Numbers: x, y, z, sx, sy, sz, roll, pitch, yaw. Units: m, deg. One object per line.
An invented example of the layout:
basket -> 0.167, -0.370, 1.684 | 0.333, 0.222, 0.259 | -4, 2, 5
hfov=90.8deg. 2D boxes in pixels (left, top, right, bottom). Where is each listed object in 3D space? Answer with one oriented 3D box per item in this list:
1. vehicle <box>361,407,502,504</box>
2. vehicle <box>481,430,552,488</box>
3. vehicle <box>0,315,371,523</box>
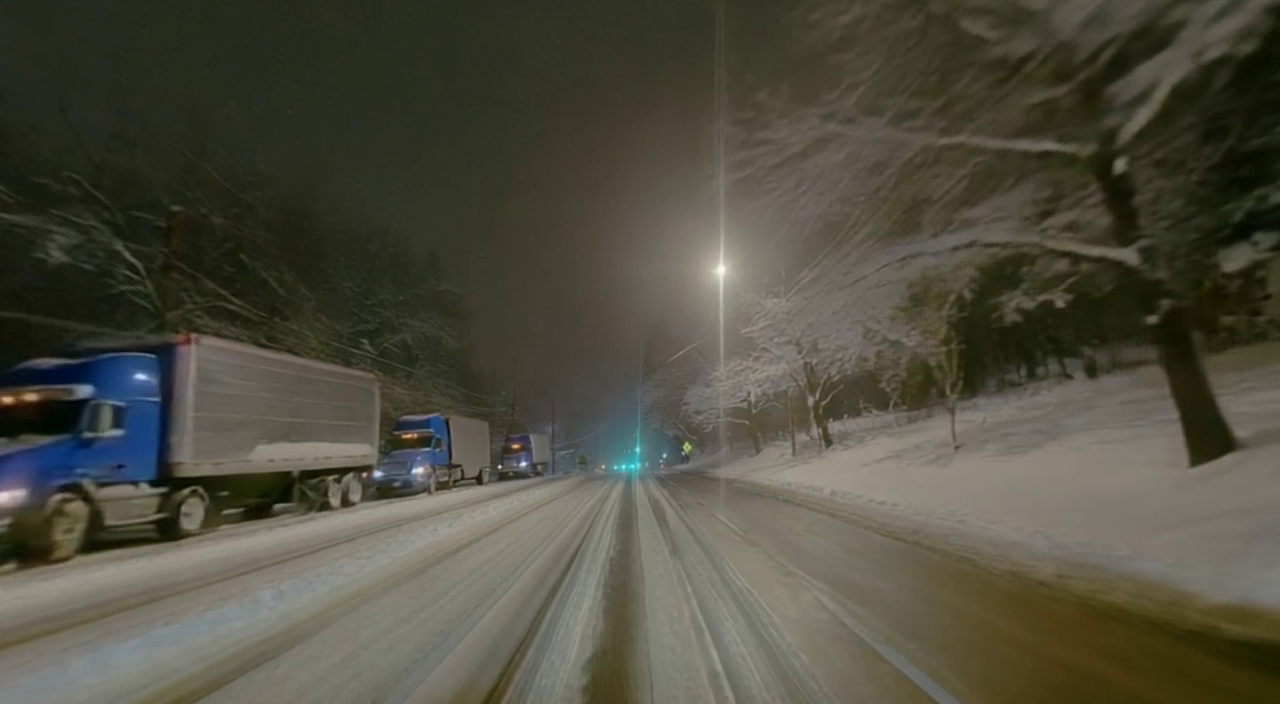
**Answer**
vehicle -> -8.369, 4.192, 27.057 | 2.788, 3.365, 9.652 | 0, -6, 0
vehicle -> -8.489, 7.358, 44.935 | 2.905, 3.359, 10.168 | 0, -6, 1
vehicle -> -10.831, 2.072, 14.577 | 5.596, 3.130, 8.972 | -4, -13, -2
